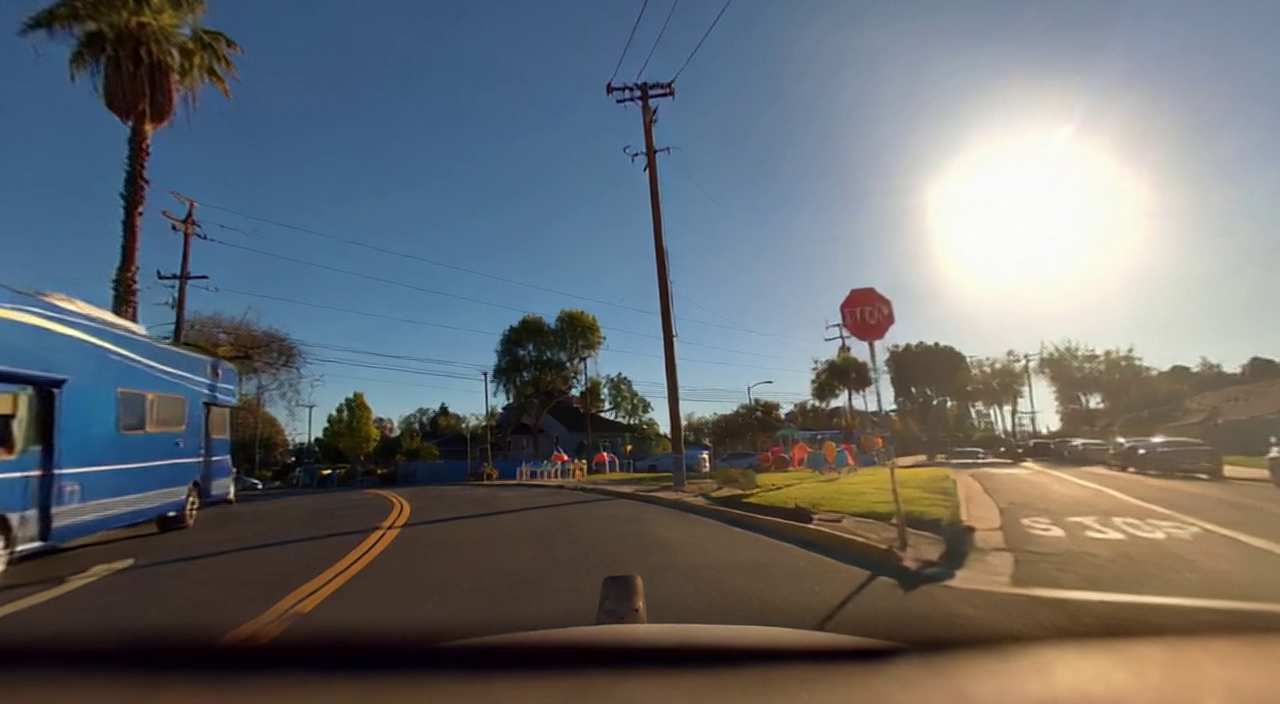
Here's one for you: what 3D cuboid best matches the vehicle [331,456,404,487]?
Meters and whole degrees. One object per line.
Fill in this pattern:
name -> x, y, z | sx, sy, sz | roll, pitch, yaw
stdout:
vehicle -> -18.955, 8.255, 43.889 | 4.586, 1.784, 1.890 | -2, -6, 22

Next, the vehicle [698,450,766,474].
vehicle -> 6.507, 7.716, 44.570 | 4.461, 1.417, 1.781 | 2, -6, -24

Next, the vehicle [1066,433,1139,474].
vehicle -> 25.143, 5.440, 34.517 | 1.974, 1.894, 4.810 | -3, -6, 22

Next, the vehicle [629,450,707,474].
vehicle -> 1.889, 7.424, 42.787 | 4.952, 1.472, 1.837 | 2, -7, -15

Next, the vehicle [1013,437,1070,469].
vehicle -> 28.991, 7.230, 45.796 | 2.094, 1.992, 4.941 | -2, -6, 17

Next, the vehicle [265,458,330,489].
vehicle -> -25.703, 9.080, 47.344 | 4.844, 1.974, 2.092 | -4, -7, 31

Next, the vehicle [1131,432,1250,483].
vehicle -> 21.601, 4.101, 25.047 | 2.016, 1.687, 4.272 | -2, -6, 19

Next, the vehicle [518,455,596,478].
vehicle -> -5.472, 7.560, 41.905 | 4.966, 1.377, 1.739 | 0, -6, -2

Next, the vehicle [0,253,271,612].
vehicle -> -8.969, 1.104, 9.078 | 3.216, 3.720, 11.364 | 1, -6, -14
